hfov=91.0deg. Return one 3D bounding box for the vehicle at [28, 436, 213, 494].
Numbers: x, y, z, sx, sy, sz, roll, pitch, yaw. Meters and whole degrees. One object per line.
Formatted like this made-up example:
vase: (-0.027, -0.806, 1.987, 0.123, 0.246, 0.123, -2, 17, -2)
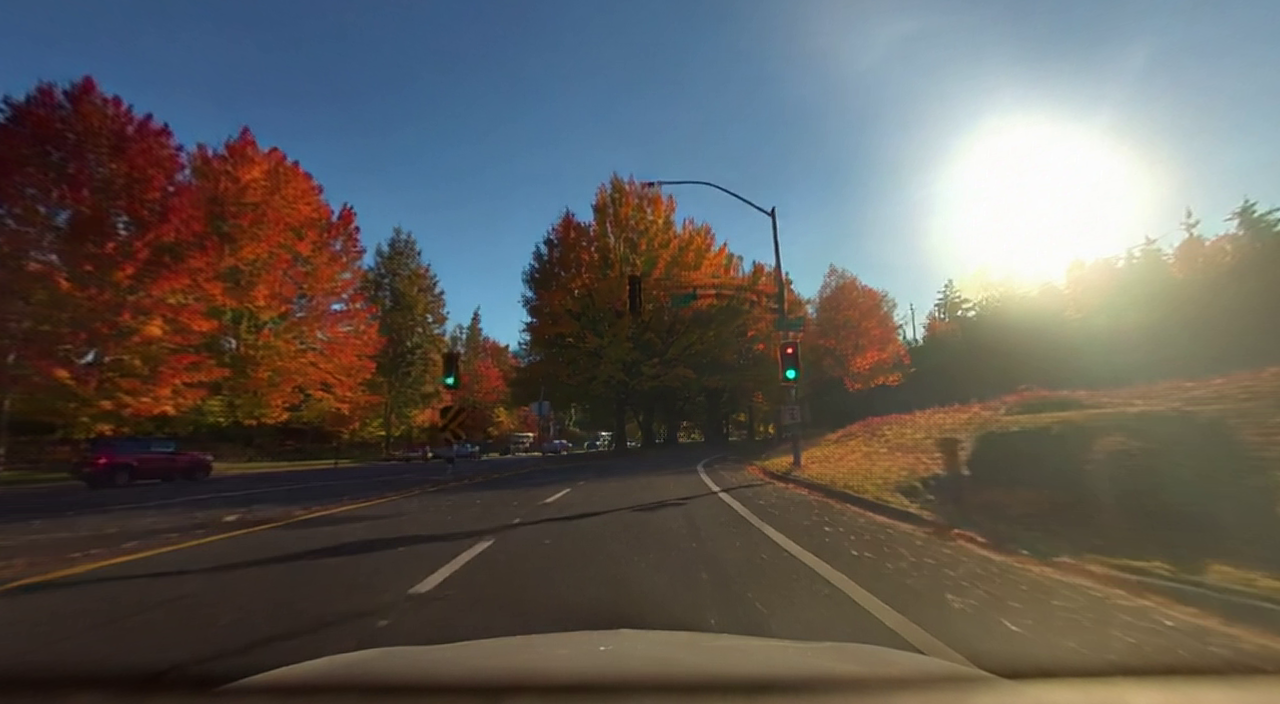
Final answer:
vehicle: (-20.348, 4.400, 25.043, 2.368, 2.012, 5.021, -3, -9, 19)
